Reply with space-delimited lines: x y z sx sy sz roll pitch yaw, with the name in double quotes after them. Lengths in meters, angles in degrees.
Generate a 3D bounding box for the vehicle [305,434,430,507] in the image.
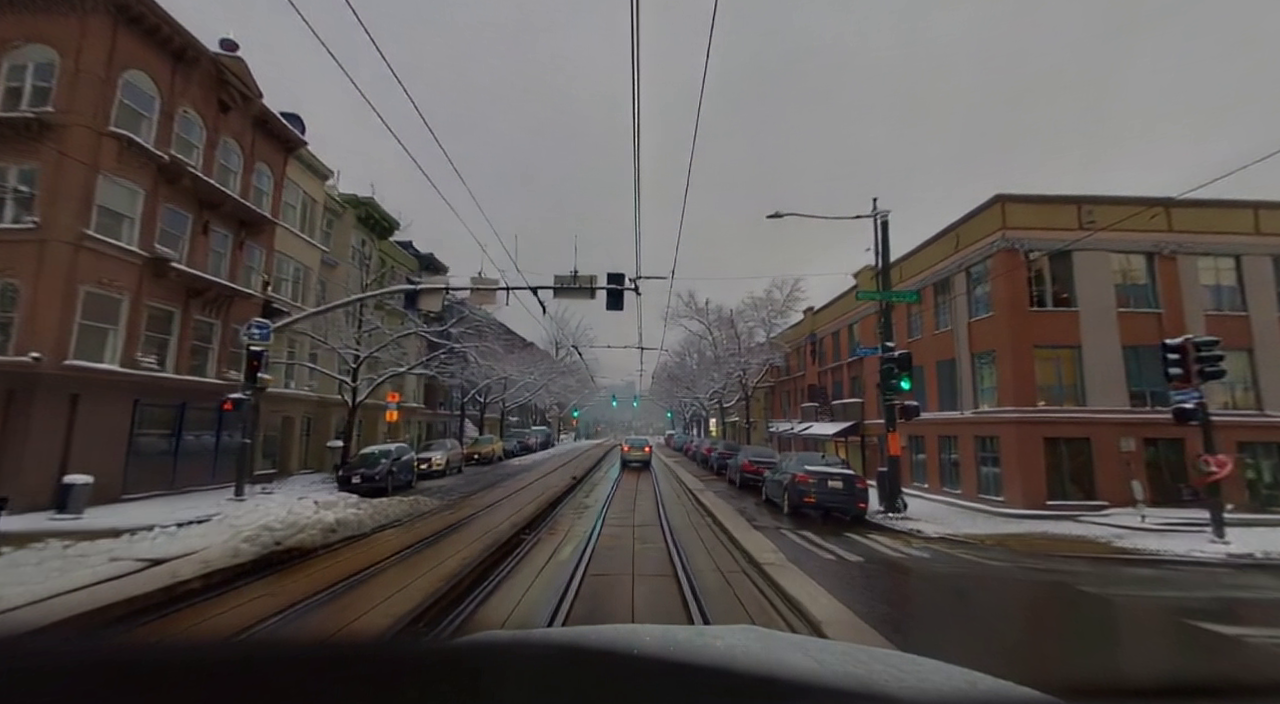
-7.400 3.405 17.648 1.779 1.588 3.953 2 -16 -2 "vehicle"

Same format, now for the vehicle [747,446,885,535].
3.878 3.085 14.744 1.929 1.723 4.134 0 -8 -2 "vehicle"

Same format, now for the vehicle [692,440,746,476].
3.730 5.068 30.473 1.890 1.559 4.281 0 -8 -2 "vehicle"

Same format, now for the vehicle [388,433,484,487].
-7.383 3.989 23.410 1.861 1.751 4.550 1 -9 2 "vehicle"

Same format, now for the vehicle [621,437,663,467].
0.058 5.476 34.760 1.984 1.571 3.404 1 -8 -5 "vehicle"
